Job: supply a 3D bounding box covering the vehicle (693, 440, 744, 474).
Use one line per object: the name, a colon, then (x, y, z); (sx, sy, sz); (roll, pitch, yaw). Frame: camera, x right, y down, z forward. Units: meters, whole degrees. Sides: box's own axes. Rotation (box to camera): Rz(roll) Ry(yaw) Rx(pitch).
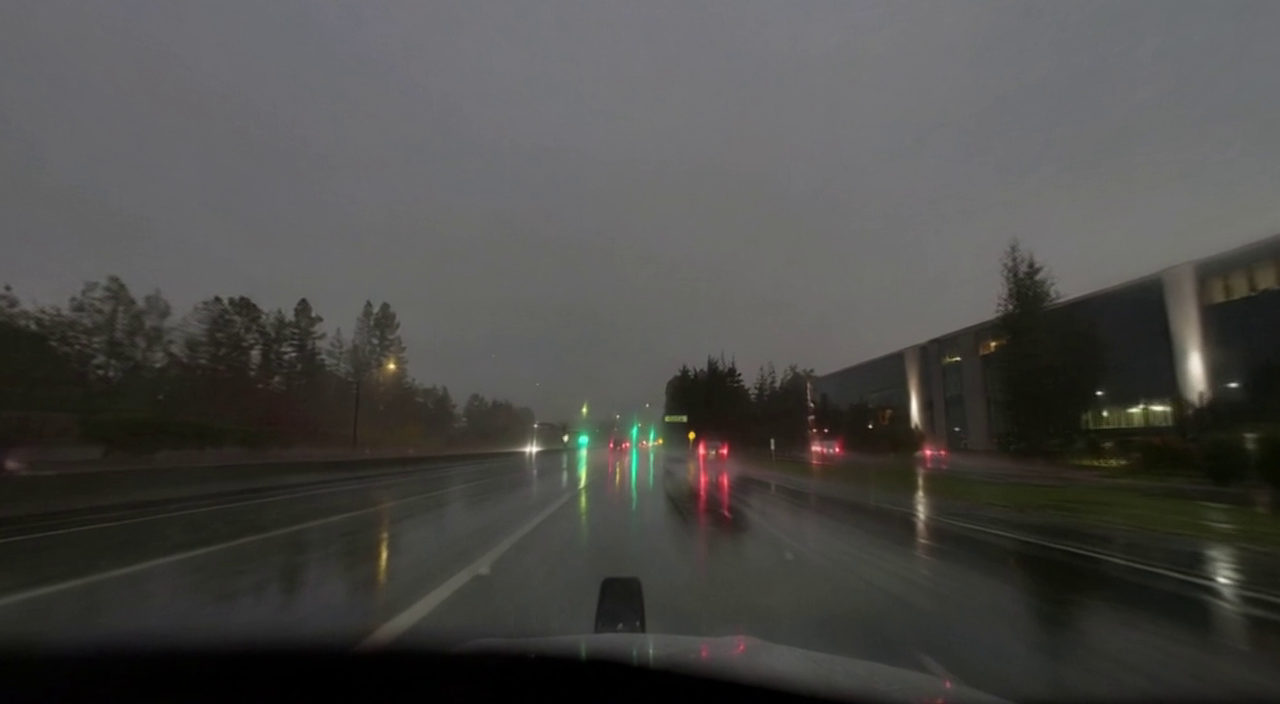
vehicle: (3.925, 5.369, 32.482); (2.085, 1.594, 4.848); (0, -8, 1)
